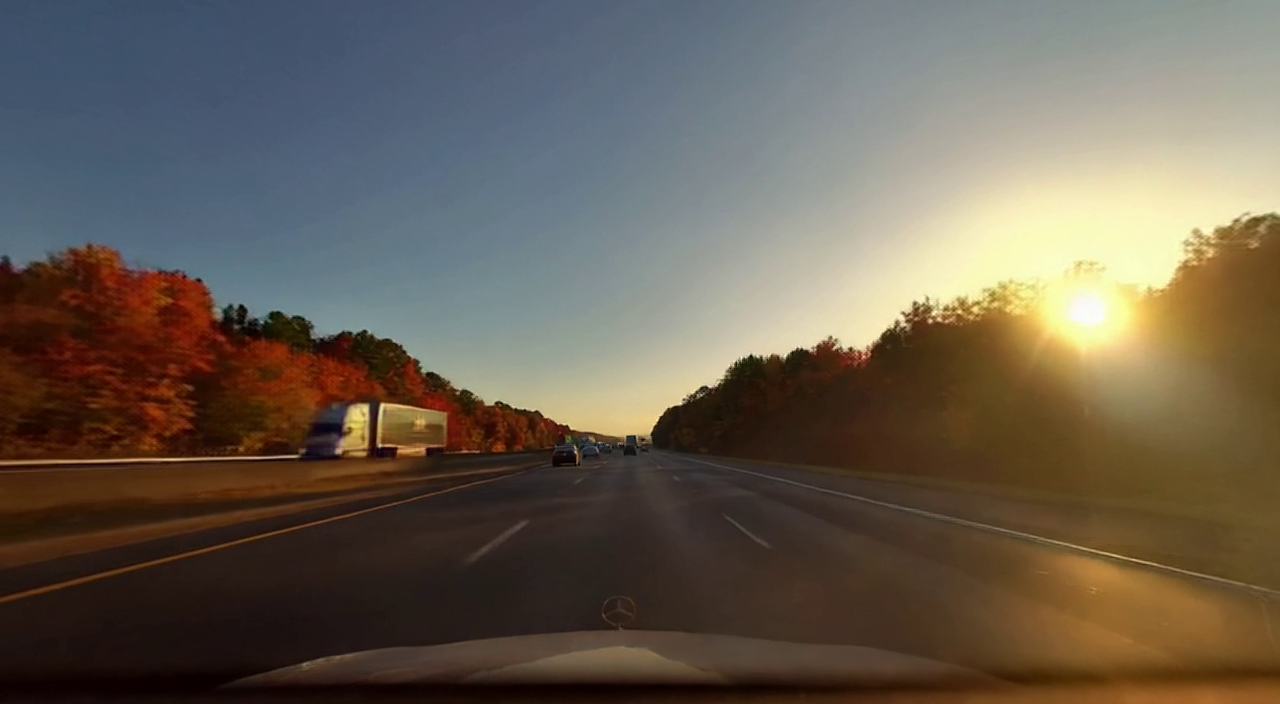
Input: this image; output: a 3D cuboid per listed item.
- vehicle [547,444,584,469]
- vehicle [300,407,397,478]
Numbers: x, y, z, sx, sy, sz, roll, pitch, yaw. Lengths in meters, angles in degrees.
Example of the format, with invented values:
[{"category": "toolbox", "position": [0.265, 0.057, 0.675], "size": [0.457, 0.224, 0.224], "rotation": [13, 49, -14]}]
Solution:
[{"category": "vehicle", "position": [-4.707, 6.651, 39.973], "size": [1.963, 1.475, 3.665], "rotation": [0, -9, -1]}, {"category": "vehicle", "position": [-17.517, 5.523, 38.191], "size": [2.968, 3.949, 6.095], "rotation": [1, -9, -2]}]
